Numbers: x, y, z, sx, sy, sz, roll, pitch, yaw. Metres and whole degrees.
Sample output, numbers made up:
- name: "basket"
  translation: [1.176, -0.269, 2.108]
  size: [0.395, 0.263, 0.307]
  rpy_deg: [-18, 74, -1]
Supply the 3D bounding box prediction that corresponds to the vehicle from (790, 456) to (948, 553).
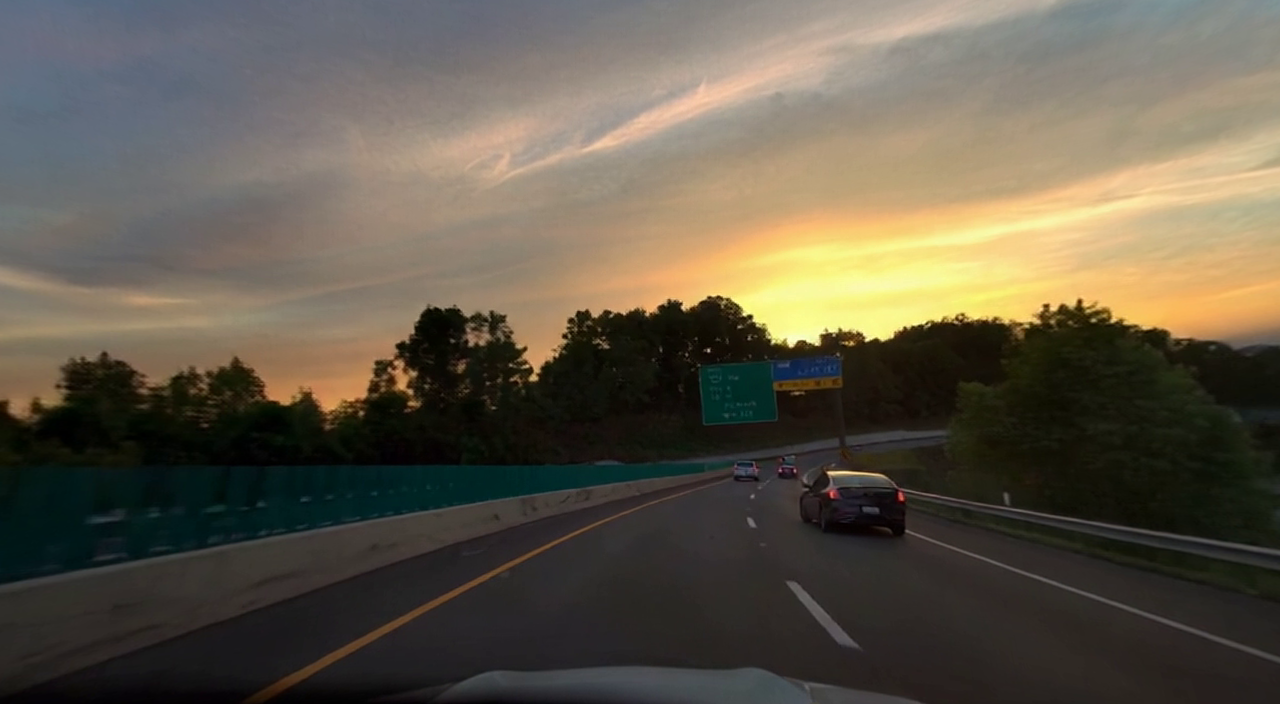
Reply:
- name: "vehicle"
  translation: [4.415, 2.995, 12.916]
  size: [2.023, 1.593, 4.105]
  rpy_deg: [0, -11, 6]
